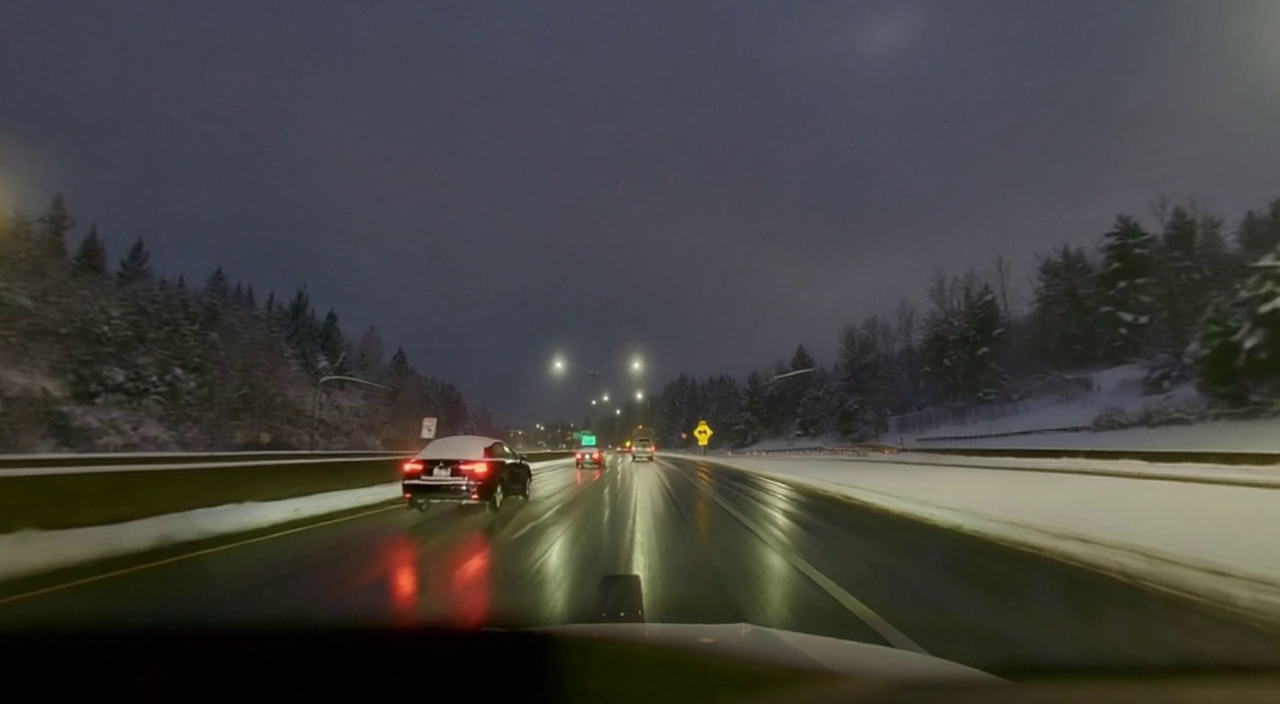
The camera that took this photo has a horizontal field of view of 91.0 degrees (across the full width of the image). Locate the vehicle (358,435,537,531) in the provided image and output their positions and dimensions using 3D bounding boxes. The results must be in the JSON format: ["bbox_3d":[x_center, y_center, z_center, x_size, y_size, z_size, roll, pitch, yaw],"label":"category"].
[{"bbox_3d":[-3.448,2.443,12.383,2.012,1.510,4.672,0,-9,0],"label":"vehicle"}]

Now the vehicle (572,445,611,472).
[{"bbox_3d":[-2.808,6.243,37.100,1.965,1.459,4.145,0,-9,0],"label":"vehicle"}]
